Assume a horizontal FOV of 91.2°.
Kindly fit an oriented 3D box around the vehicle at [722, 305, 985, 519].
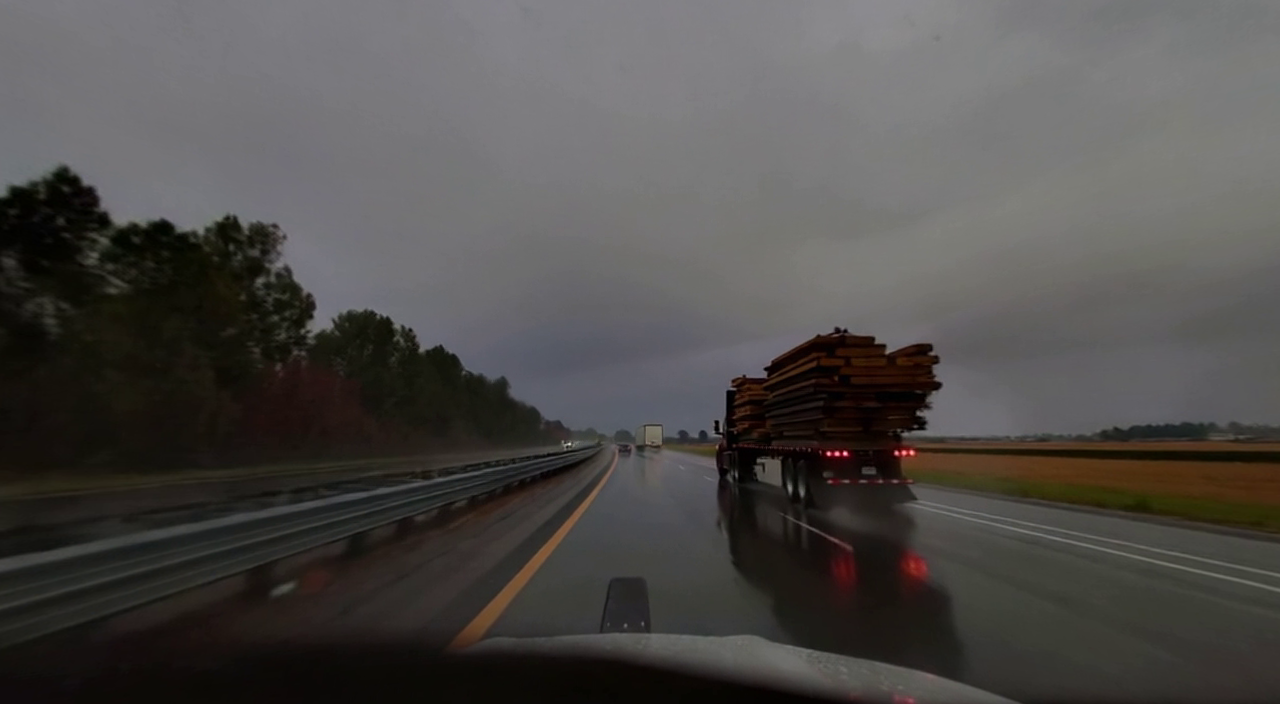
[{"bbox_3d":[4.866,2.122,18.754,2.914,4.000,14.078,0,-9,0],"label":"vehicle"}]
